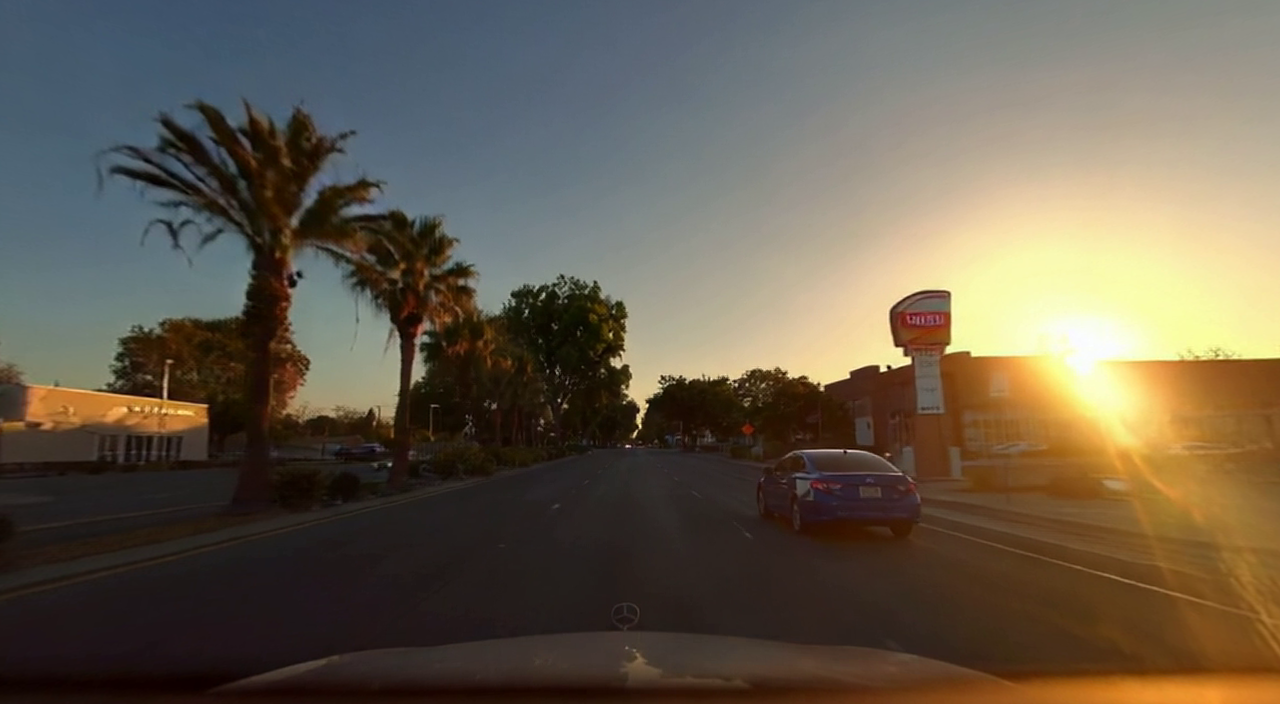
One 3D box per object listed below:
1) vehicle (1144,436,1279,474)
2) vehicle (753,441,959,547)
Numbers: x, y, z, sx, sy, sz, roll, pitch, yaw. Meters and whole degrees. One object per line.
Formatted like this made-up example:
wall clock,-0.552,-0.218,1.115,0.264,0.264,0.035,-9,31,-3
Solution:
vehicle,32.244,5.821,35.706,5.339,1.812,2.175,-3,-9,3
vehicle,3.394,2.294,10.979,1.978,1.442,4.262,0,-8,-2
